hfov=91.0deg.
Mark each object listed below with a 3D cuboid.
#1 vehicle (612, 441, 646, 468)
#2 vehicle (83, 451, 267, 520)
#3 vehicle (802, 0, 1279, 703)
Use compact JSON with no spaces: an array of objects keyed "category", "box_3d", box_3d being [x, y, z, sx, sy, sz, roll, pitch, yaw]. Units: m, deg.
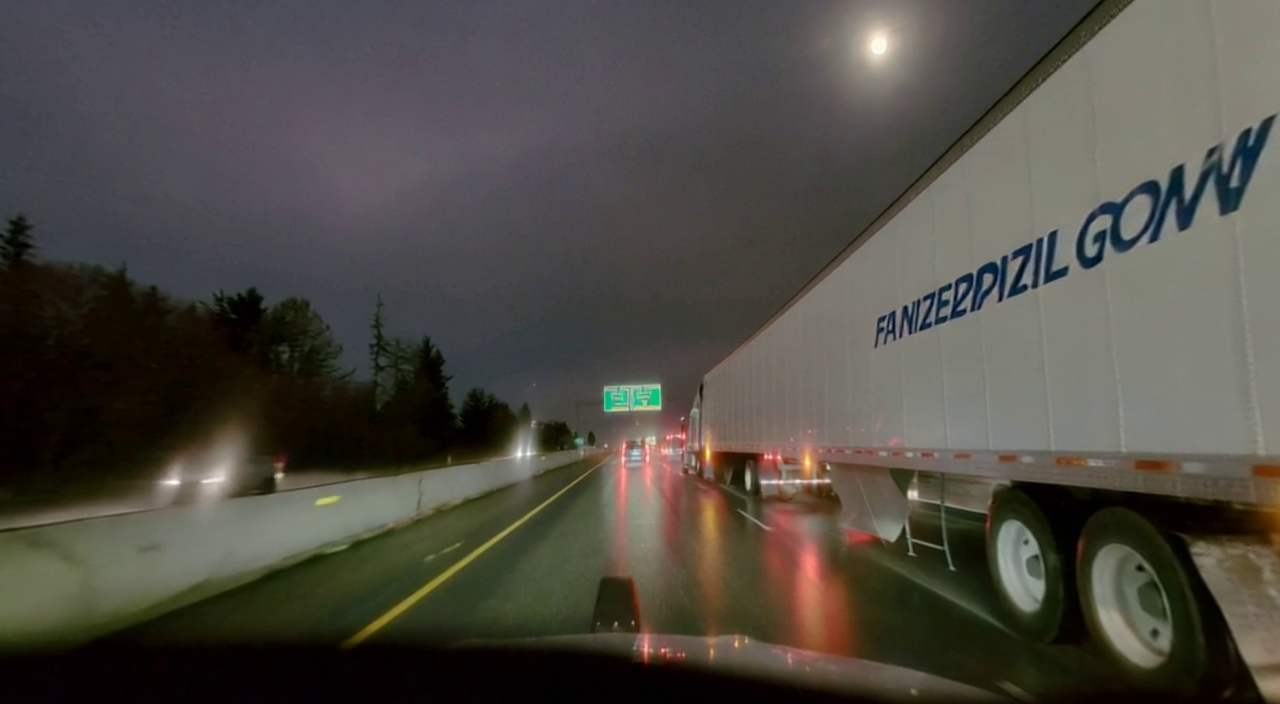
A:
[{"category":"vehicle","box_3d":[-0.654,6.009,37.245,1.943,1.491,3.459,0,-8,-1]},{"category":"vehicle","box_3d":[-12.183,3.479,16.895,1.995,1.524,3.877,-1,-8,-1]},{"category":"vehicle","box_3d":[4.236,0.104,5.783,2.853,4.086,9.078,0,-8,-1]}]
